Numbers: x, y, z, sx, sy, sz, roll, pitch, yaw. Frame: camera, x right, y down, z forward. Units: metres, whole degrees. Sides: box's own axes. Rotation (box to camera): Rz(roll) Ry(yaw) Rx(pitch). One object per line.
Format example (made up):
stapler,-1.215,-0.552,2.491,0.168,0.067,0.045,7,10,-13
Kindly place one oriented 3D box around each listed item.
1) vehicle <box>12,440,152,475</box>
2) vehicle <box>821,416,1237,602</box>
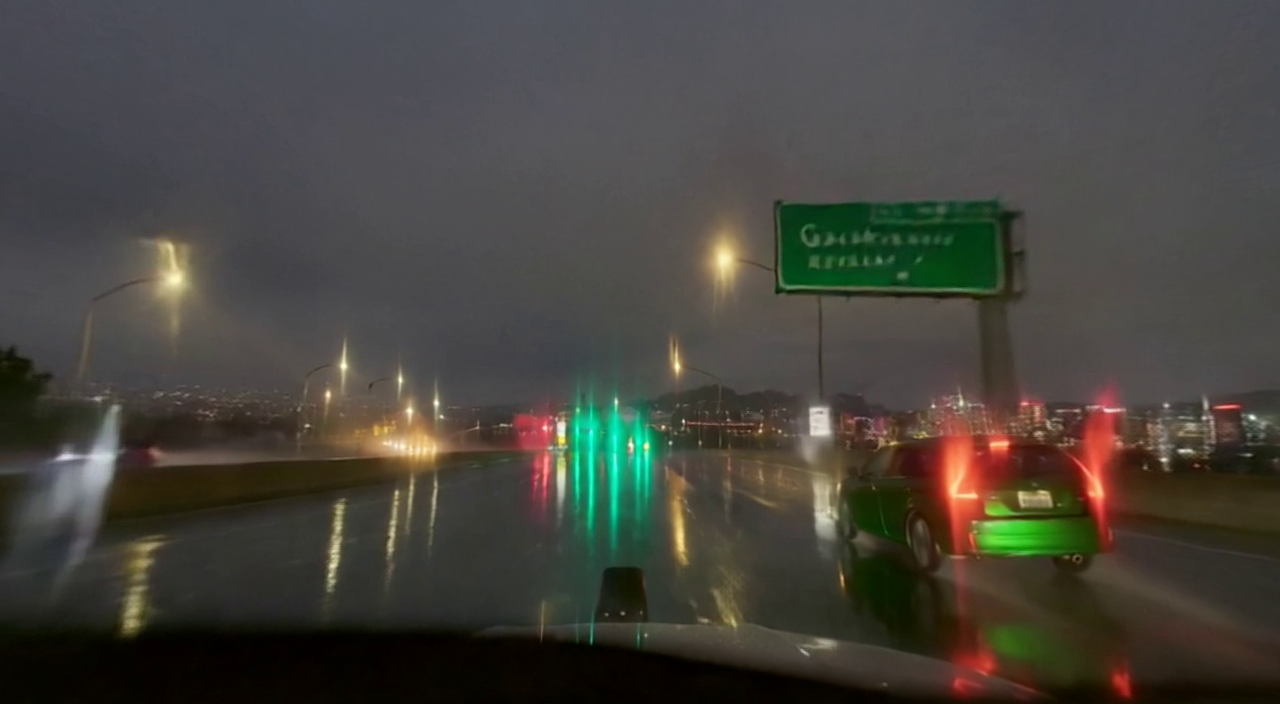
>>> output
vehicle,-25.585,4.837,29.203,2.158,1.466,4.639,0,-9,1
vehicle,4.028,1.703,7.818,2.104,1.575,4.698,0,-9,-1
